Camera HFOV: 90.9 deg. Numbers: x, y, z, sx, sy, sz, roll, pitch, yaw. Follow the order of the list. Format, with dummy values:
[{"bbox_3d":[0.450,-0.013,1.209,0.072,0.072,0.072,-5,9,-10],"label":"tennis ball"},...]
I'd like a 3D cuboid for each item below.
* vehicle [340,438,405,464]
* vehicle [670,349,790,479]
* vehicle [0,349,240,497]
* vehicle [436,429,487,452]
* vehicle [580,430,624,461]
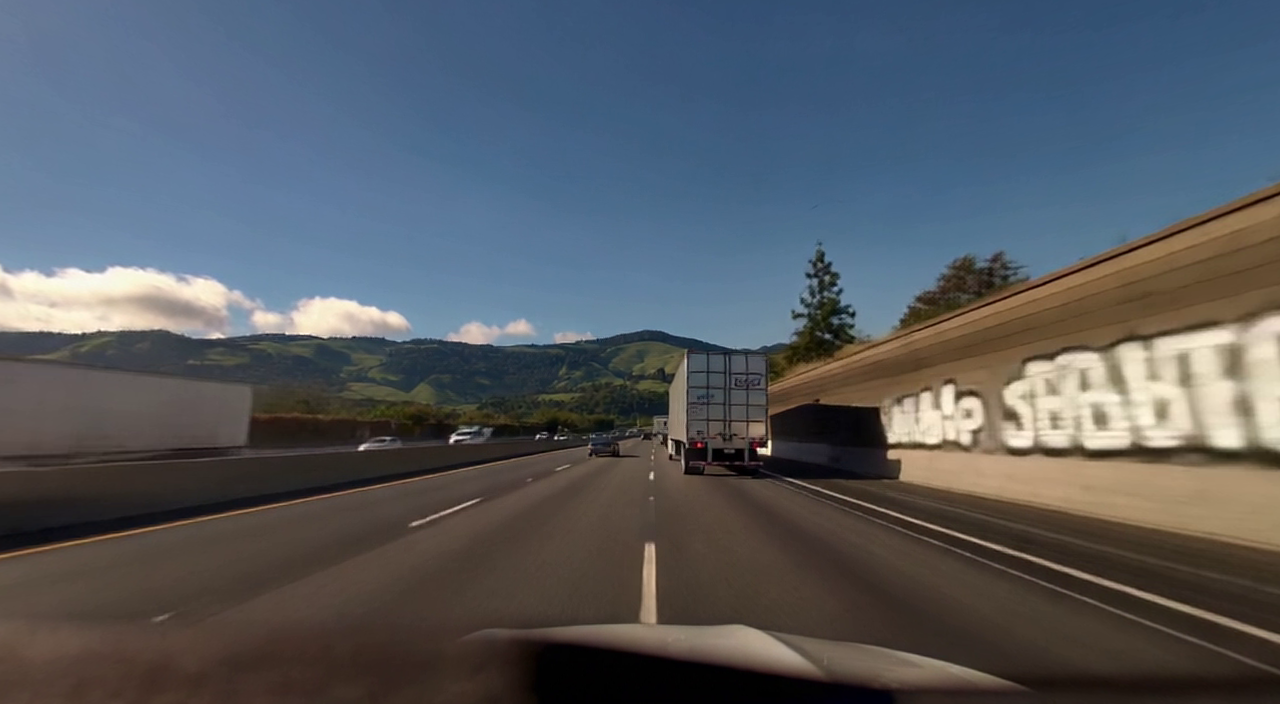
[{"bbox_3d":[-15.985,5.898,37.935,1.798,1.440,4.526,0,-8,1],"label":"vehicle"},{"bbox_3d":[2.854,2.486,23.697,2.921,3.765,10.773,0,-8,0],"label":"vehicle"},{"bbox_3d":[-20.279,2.591,22.411,2.897,4.330,13.716,0,-8,1],"label":"vehicle"},{"bbox_3d":[-11.853,5.899,42.145,1.938,1.492,4.559,0,-8,2],"label":"vehicle"},{"bbox_3d":[-1.939,4.948,33.551,1.982,1.535,4.519,0,-8,1],"label":"vehicle"}]
